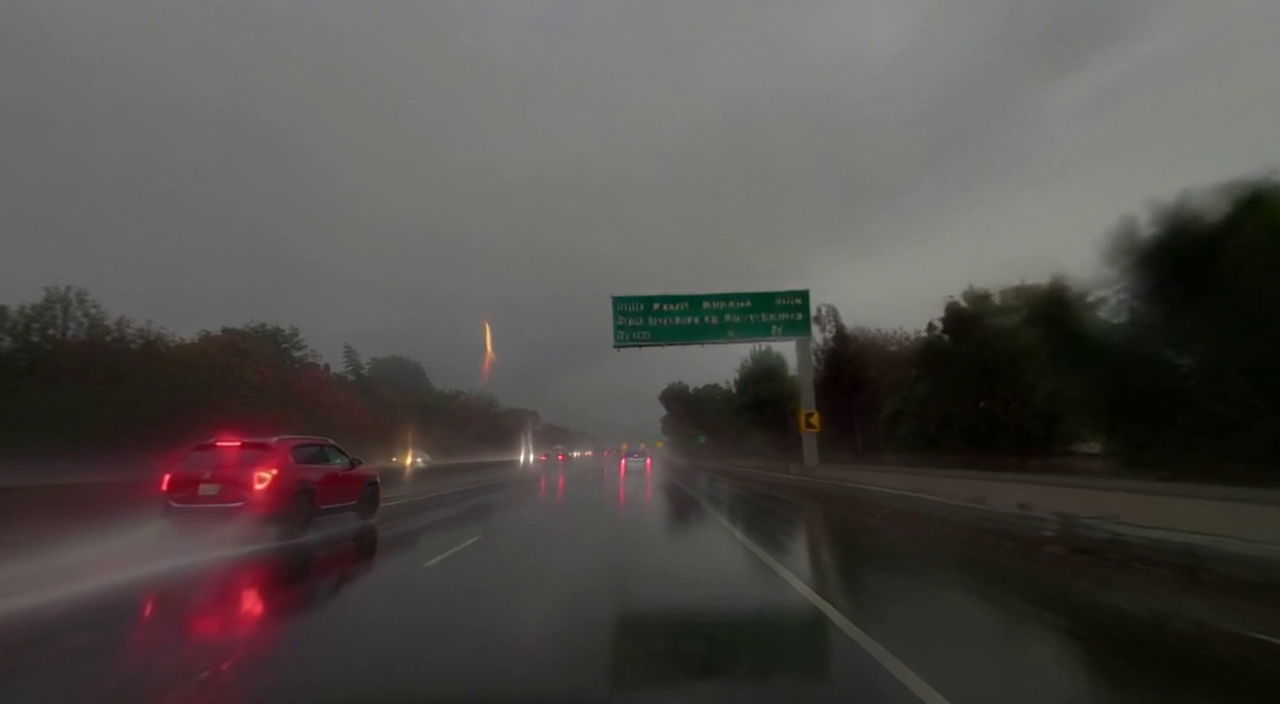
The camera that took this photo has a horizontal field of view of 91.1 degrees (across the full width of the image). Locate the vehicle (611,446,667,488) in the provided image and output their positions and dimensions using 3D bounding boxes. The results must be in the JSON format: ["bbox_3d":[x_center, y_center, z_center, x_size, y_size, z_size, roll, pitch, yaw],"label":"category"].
[{"bbox_3d":[-0.057,4.293,23.780,1.940,1.451,3.512,0,-9,-1],"label":"vehicle"}]

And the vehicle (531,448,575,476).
[{"bbox_3d":[-4.928,6.269,36.182,1.892,1.481,4.180,0,-9,0],"label":"vehicle"}]

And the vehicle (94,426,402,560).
[{"bbox_3d":[-5.609,2.055,9.837,2.058,1.626,4.118,0,-9,2],"label":"vehicle"}]
